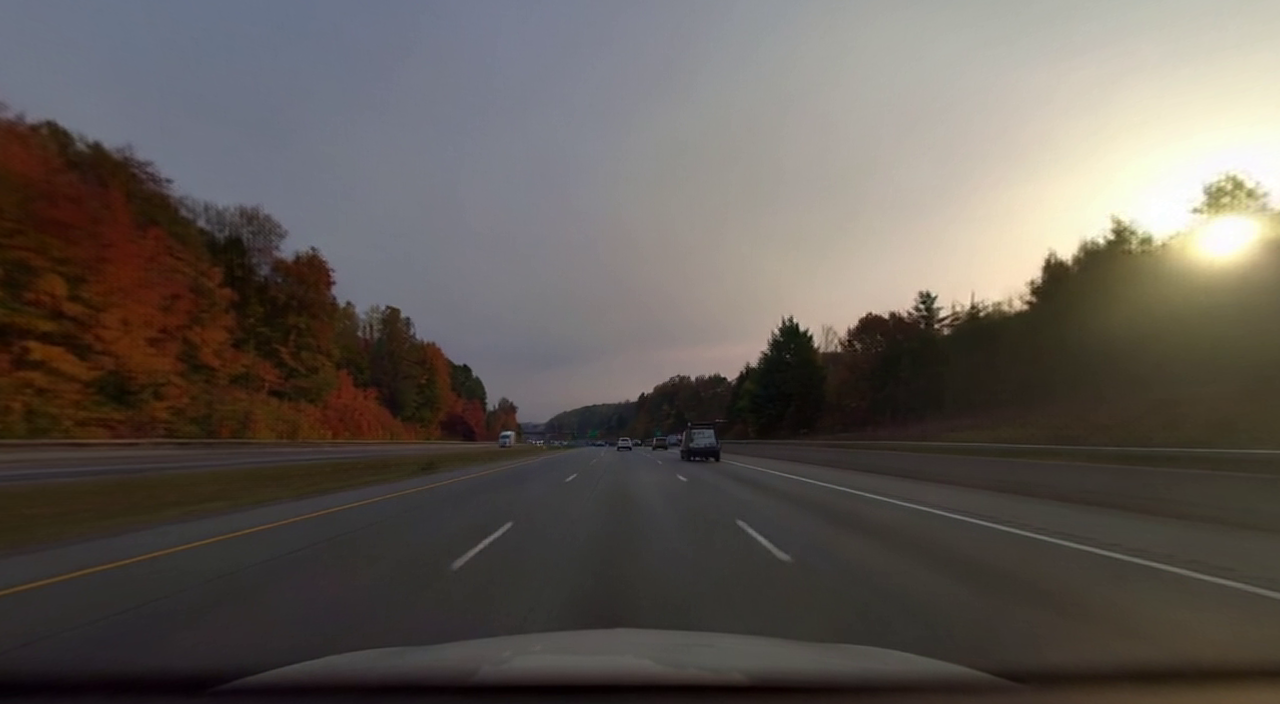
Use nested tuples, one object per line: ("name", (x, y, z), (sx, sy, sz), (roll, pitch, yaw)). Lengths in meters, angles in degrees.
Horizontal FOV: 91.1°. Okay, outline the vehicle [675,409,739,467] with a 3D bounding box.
("vehicle", (3.200, 4.271, 31.374), (2.411, 2.614, 5.781), (0, -8, -2))
